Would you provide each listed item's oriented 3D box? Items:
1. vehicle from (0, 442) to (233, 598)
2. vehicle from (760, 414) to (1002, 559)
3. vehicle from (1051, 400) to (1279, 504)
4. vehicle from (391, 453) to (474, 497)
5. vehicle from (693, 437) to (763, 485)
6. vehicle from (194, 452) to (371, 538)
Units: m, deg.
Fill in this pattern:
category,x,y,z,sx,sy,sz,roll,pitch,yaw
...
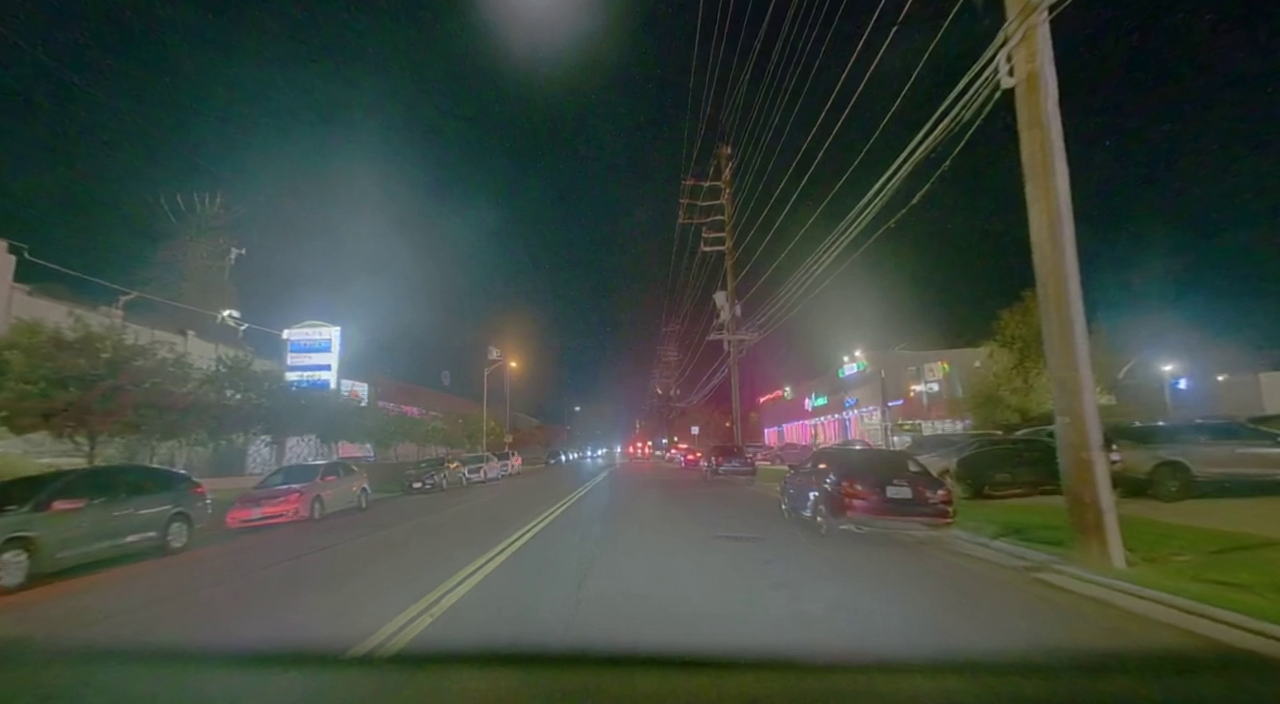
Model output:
category,x,y,z,sx,sy,sz,roll,pitch,yaw
vehicle,-8.702,2.327,9.308,1.899,1.780,5.225,-3,-7,1
vehicle,3.415,2.036,10.110,1.962,1.752,4.478,-1,-10,-1
vehicle,10.586,1.844,11.751,4.477,1.740,1.934,0,-9,-2
vehicle,-8.719,5.177,27.033,2.022,1.501,4.860,0,-7,-2
vehicle,3.450,4.408,25.802,2.088,1.765,4.704,0,-9,-1
vehicle,-8.600,3.414,15.764,1.860,1.565,4.569,-3,-7,-1
